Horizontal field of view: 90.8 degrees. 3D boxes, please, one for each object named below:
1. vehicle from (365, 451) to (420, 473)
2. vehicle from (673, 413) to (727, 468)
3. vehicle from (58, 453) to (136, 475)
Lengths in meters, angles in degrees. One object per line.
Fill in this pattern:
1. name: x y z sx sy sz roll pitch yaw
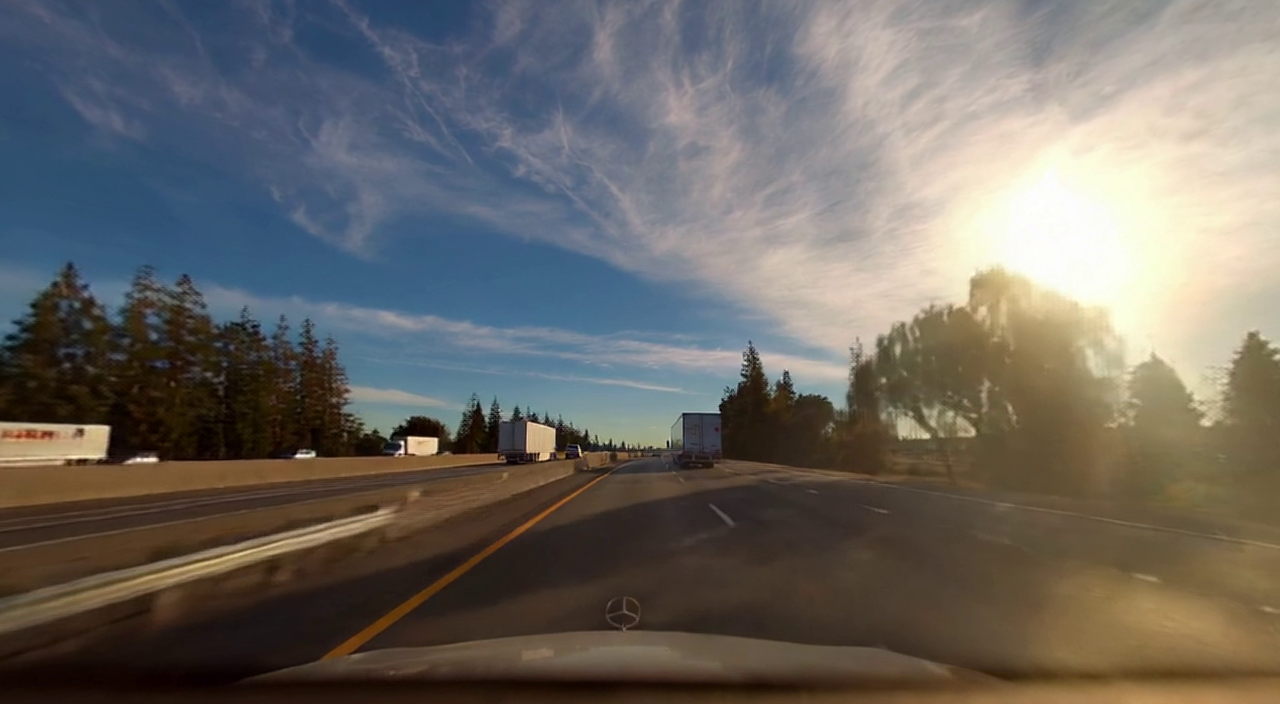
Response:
1. vehicle: -16.790 7.449 42.953 1.833 1.438 4.011 -1 -9 5
2. vehicle: 4.362 6.951 48.981 2.928 3.595 13.975 0 -9 1
3. vehicle: -40.051 8.261 46.662 1.714 1.471 4.288 -1 -9 3
